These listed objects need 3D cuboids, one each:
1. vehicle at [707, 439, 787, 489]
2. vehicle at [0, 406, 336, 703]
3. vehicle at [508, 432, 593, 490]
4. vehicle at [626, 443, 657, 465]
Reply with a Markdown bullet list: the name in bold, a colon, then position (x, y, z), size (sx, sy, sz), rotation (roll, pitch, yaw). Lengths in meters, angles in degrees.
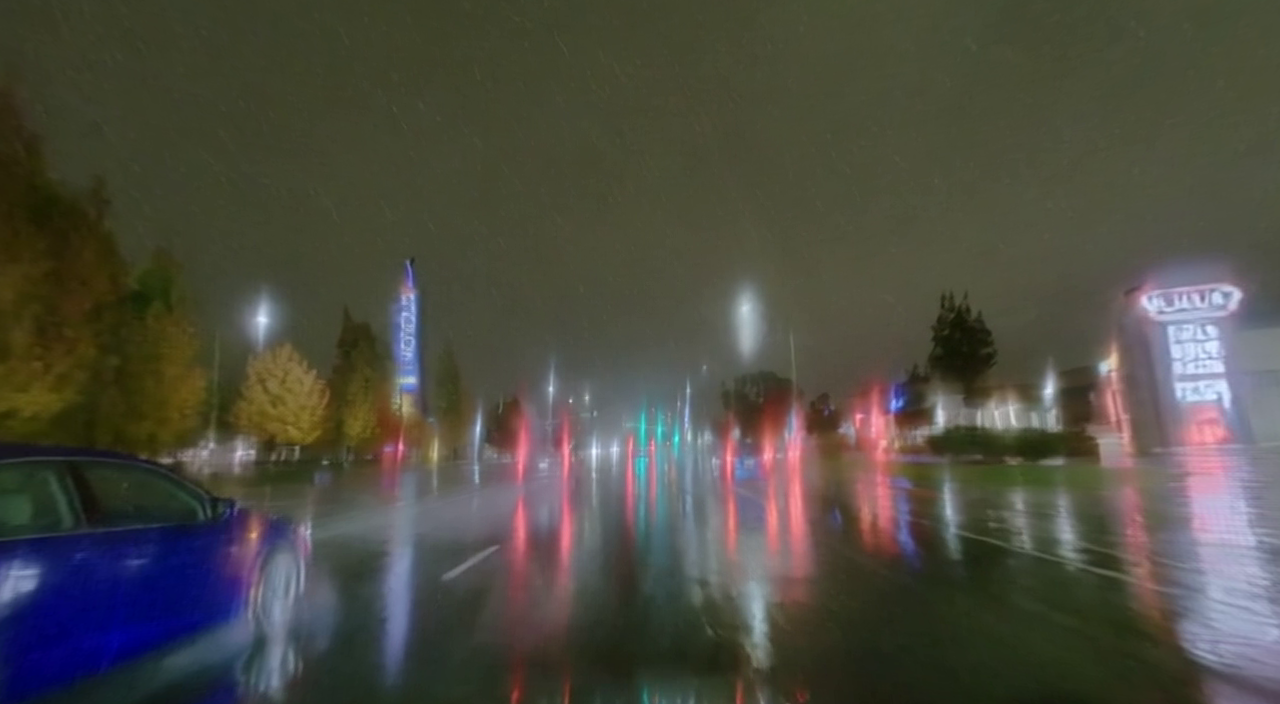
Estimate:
- **vehicle**: position (3.461, 3.699, 21.213), size (1.904, 1.490, 4.299), rotation (0, -8, -1)
- **vehicle**: position (-3.242, 0.926, 2.182), size (1.956, 1.460, 4.802), rotation (0, -8, 0)
- **vehicle**: position (-2.938, 3.714, 21.876), size (2.193, 1.788, 4.603), rotation (0, -8, 1)
- **vehicle**: position (0.116, 7.148, 44.230), size (2.069, 1.445, 3.965), rotation (0, -8, 0)
